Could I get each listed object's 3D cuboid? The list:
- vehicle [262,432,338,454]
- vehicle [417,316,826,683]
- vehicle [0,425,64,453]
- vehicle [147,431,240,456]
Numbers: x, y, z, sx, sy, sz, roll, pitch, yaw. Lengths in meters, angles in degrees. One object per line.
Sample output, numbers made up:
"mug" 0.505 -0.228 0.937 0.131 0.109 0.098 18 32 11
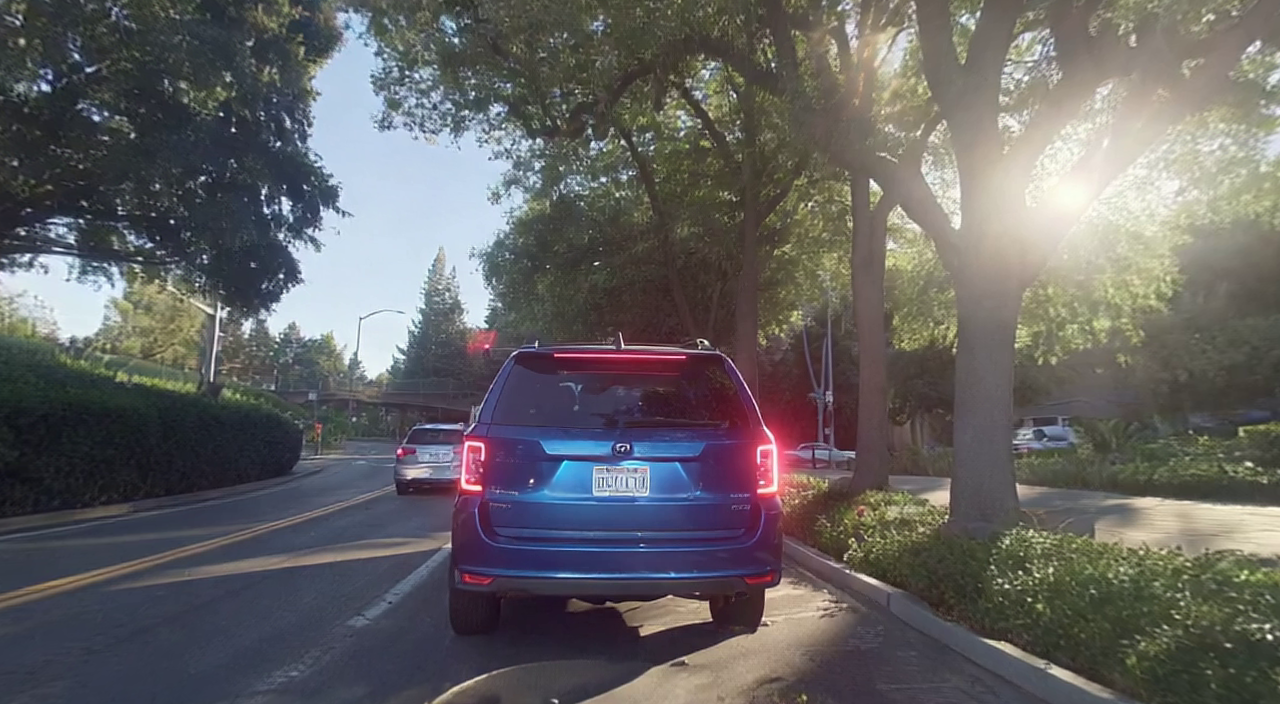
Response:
"vehicle" -25.954 6.961 48.317 4.576 1.632 1.960 1 -9 -8
"vehicle" -0.247 1.162 6.019 2.333 2.087 4.586 1 -8 -4
"vehicle" -38.228 5.338 38.689 3.926 1.536 1.731 -1 -9 -7
"vehicle" -28.734 5.922 40.768 4.435 1.574 1.816 1 -9 -9
